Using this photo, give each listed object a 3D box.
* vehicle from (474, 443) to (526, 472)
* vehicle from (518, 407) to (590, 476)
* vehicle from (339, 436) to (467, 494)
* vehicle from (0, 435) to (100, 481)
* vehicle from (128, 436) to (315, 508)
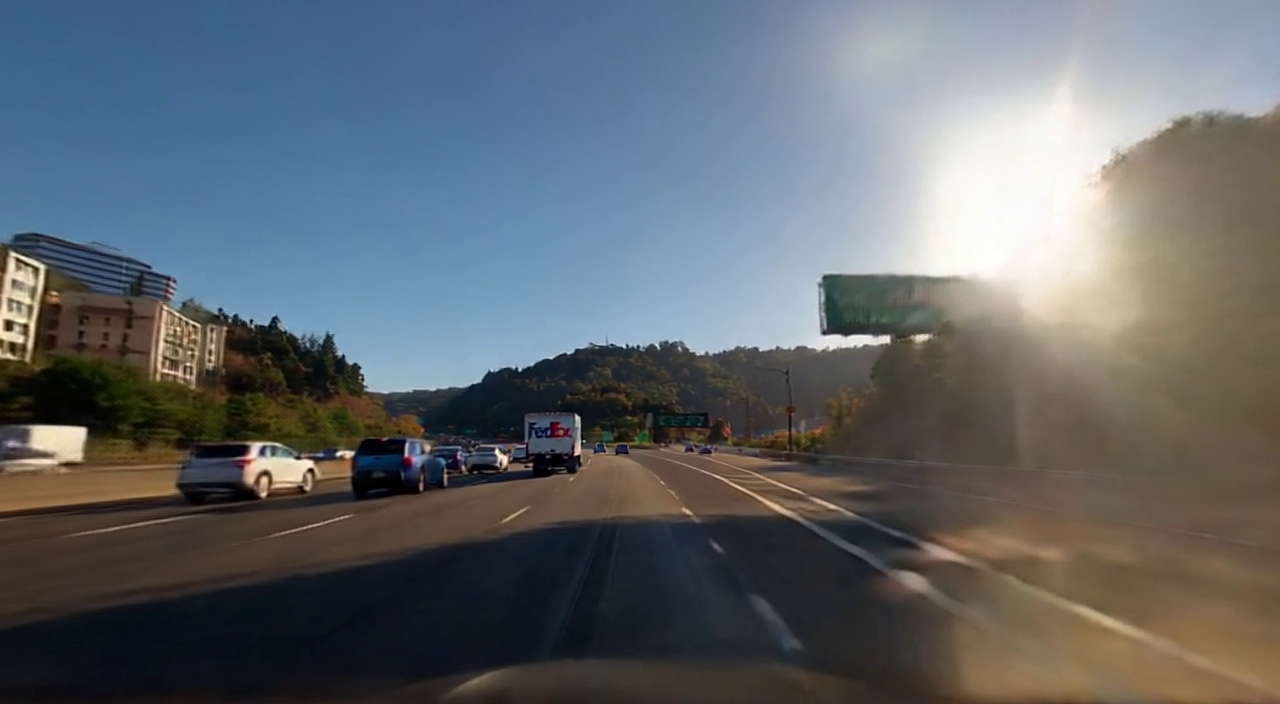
[{"bbox_3d":[-8.437,6.379,38.438,2.143,1.628,4.559,0,-8,-1],"label":"vehicle"},{"bbox_3d":[-4.374,4.794,33.712,2.798,3.212,7.573,0,-8,0],"label":"vehicle"},{"bbox_3d":[-7.954,3.843,21.872,2.461,1.767,4.991,0,-8,0],"label":"vehicle"},{"bbox_3d":[-33.201,5.586,33.569,2.677,2.234,7.185,0,-8,-2],"label":"vehicle"},{"bbox_3d":[-11.735,3.362,18.236,2.188,1.784,4.724,0,-8,-1],"label":"vehicle"}]
